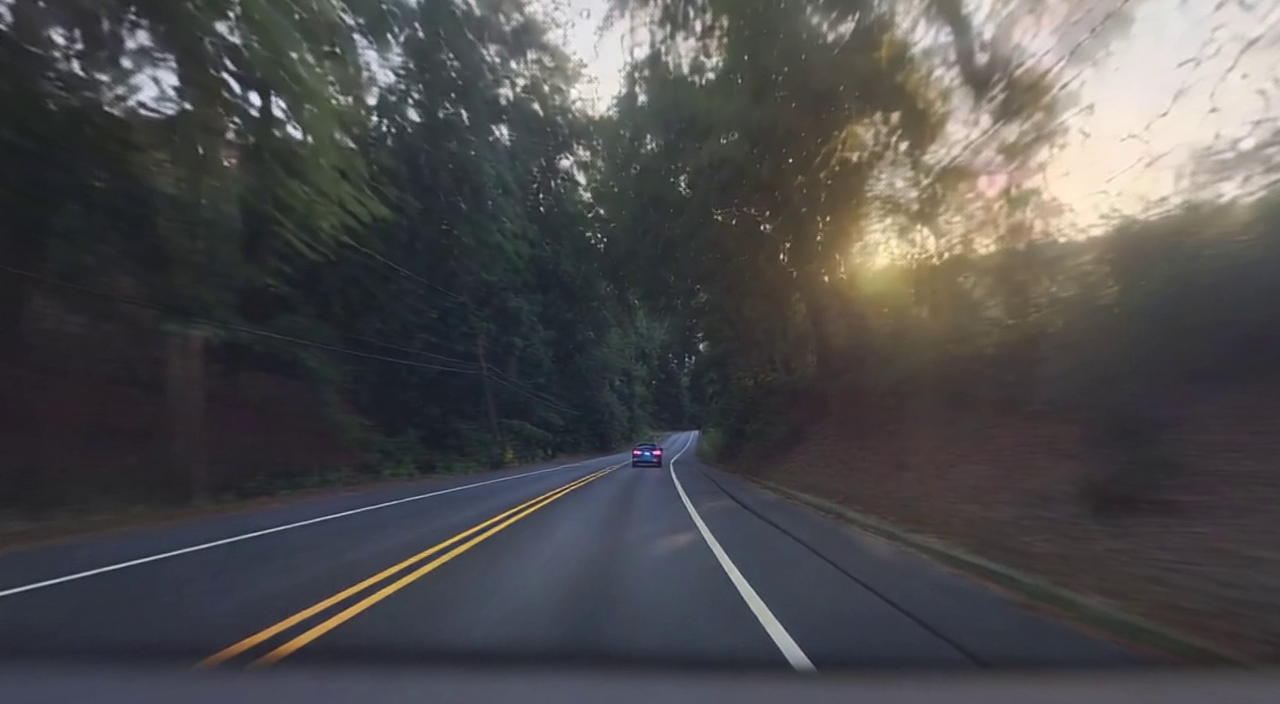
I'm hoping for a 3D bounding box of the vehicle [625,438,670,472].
[{"bbox_3d":[0.415,5.031,31.101,2.059,1.524,3.963,0,-8,2],"label":"vehicle"}]
